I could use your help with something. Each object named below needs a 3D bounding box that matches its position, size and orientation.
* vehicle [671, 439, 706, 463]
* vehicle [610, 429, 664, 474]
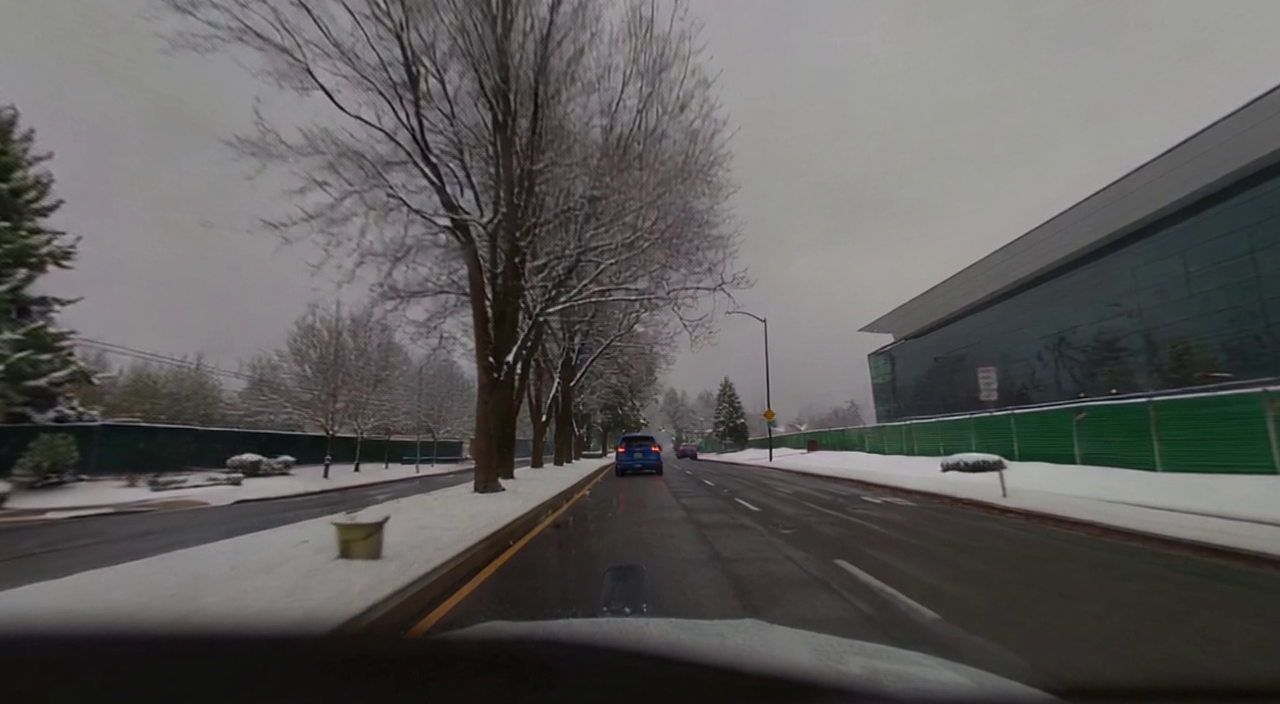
[{"bbox_3d":[3.620,7.495,48.033,2.138,1.699,4.852,0,-8,-2],"label":"vehicle"},{"bbox_3d":[-0.148,4.770,30.339,2.386,1.947,4.168,0,-8,0],"label":"vehicle"}]
